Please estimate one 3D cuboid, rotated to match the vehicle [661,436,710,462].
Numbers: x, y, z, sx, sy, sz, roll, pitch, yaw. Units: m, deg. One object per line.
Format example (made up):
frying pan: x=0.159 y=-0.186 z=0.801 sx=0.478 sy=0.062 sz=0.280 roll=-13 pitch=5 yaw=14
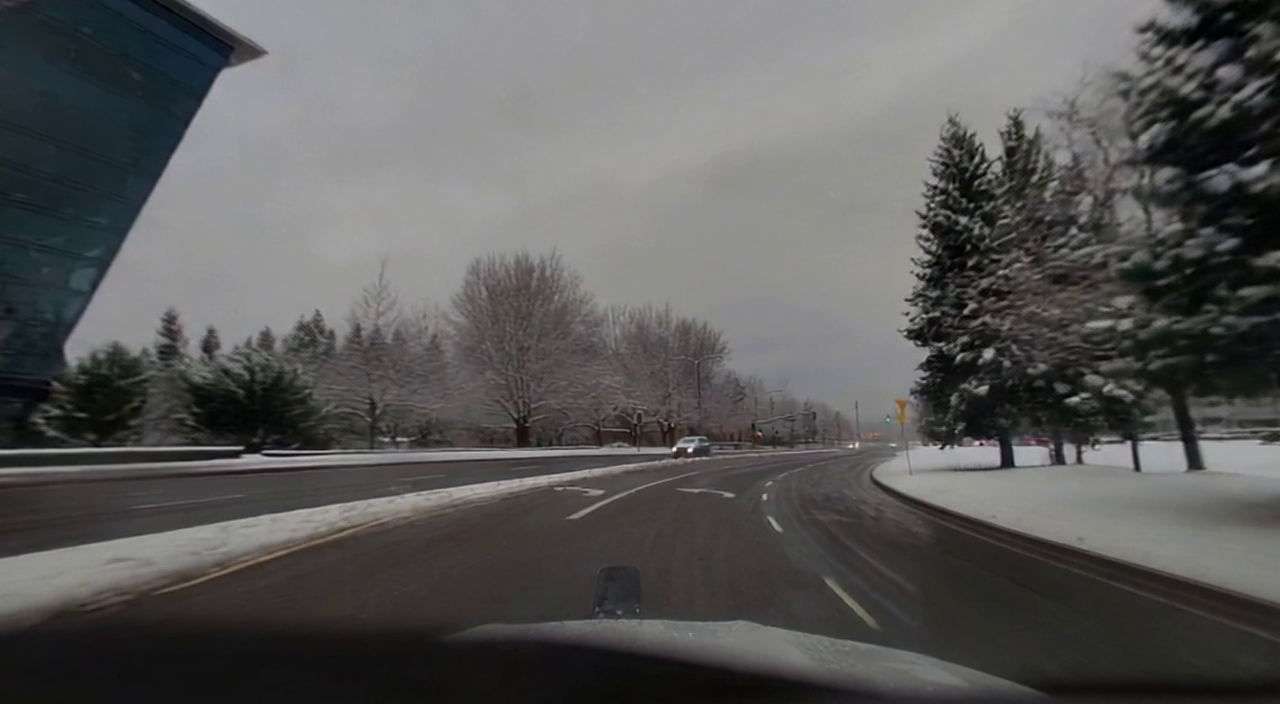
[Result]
vehicle: x=3.220 y=6.668 z=43.682 sx=2.117 sy=1.683 sz=4.565 roll=-3 pitch=-9 yaw=21
